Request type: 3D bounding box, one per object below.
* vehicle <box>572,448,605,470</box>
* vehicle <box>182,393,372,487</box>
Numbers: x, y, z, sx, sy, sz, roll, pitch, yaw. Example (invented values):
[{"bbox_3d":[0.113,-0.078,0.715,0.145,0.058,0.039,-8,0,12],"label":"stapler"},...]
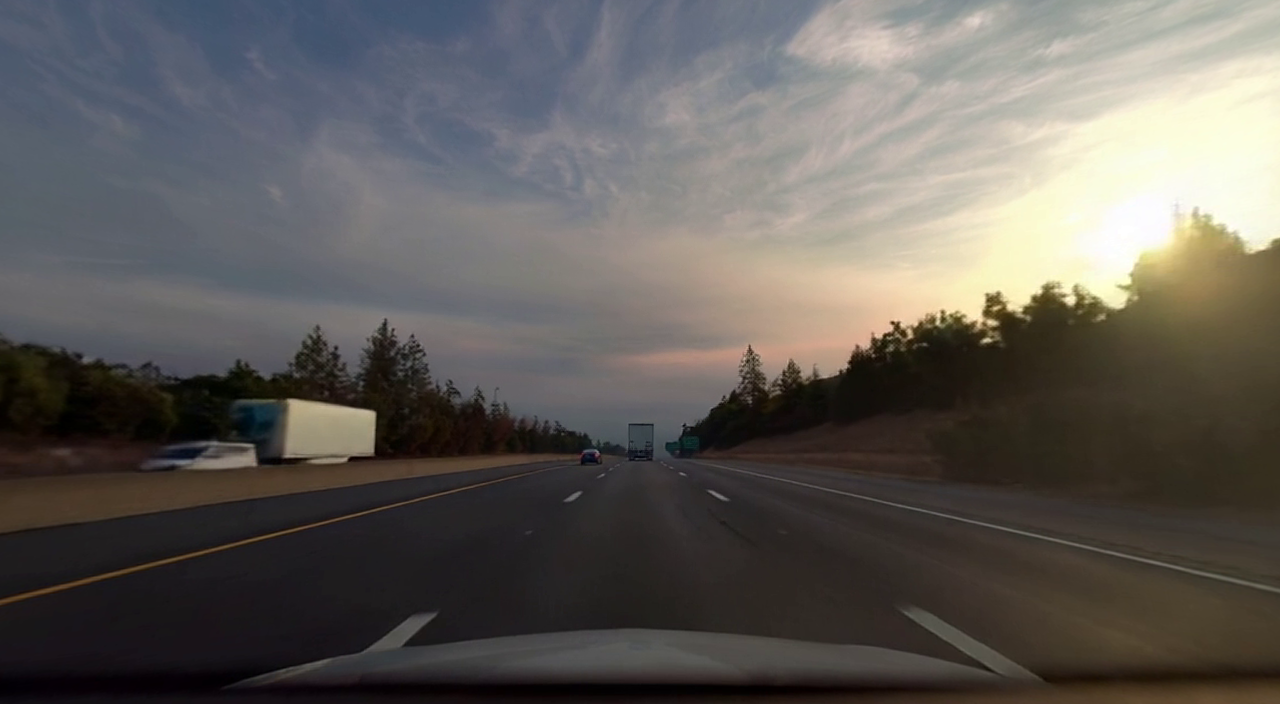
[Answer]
[{"bbox_3d":[-3.473,7.295,43.202,1.955,1.438,4.100,0,-9,0],"label":"vehicle"},{"bbox_3d":[-16.706,4.338,30.510,2.811,3.701,10.775,0,-9,0],"label":"vehicle"}]
